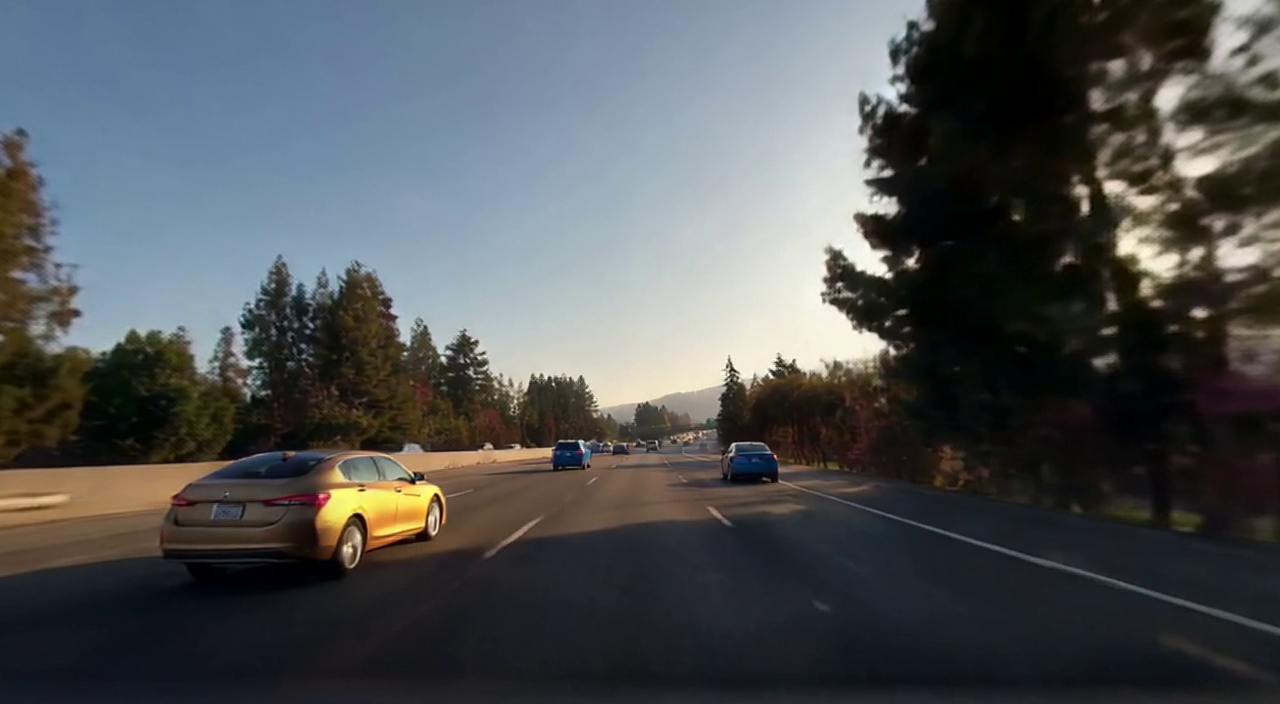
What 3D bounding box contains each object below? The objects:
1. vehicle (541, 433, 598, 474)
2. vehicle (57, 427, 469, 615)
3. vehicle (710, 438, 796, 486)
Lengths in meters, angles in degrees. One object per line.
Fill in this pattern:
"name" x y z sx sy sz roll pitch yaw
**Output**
"vehicle" -3.369 4.982 31.079 2.122 1.847 4.696 0 -8 2
"vehicle" -3.625 1.677 7.308 1.948 1.475 4.461 0 -8 1
"vehicle" 3.751 3.761 21.841 2.100 1.472 4.533 0 -8 -1
